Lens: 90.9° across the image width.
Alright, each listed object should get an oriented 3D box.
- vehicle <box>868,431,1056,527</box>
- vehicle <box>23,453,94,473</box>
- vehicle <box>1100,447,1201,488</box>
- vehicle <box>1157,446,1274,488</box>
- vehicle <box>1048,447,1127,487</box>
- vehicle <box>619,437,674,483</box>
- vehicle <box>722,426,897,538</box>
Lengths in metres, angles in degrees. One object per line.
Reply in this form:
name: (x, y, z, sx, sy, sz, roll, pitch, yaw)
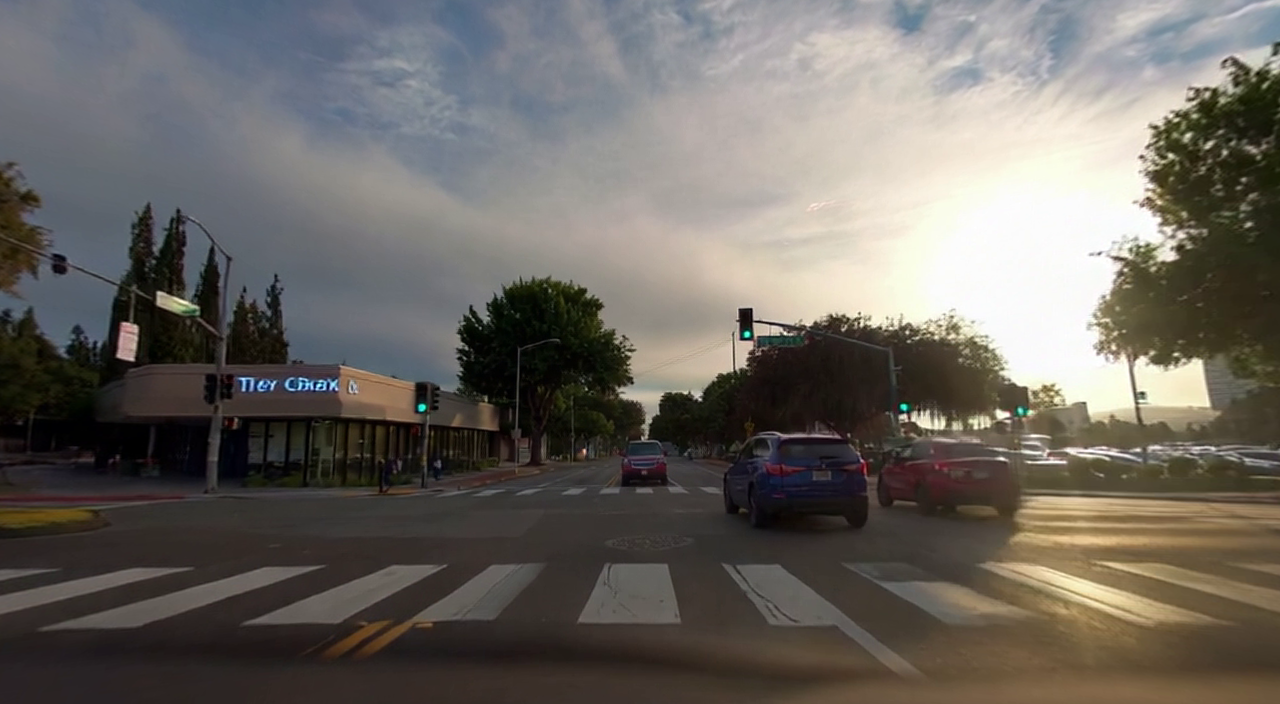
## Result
vehicle: (6.502, 2.564, 13.355, 1.792, 1.682, 4.089, 0, -8, 0)
vehicle: (-42.282, 8.058, 45.911, 3.391, 1.379, 1.562, 4, -9, -27)
vehicle: (21.176, 4.769, 26.366, 2.066, 1.488, 4.158, -4, -9, 22)
vehicle: (23.706, 4.709, 26.202, 2.134, 1.535, 4.289, -4, -9, 22)
vehicle: (18.865, 4.824, 26.728, 1.791, 1.520, 3.649, -4, -9, 21)
vehicle: (0.226, 5.089, 30.102, 2.390, 1.948, 5.344, 0, -8, -1)
vehicle: (2.974, 2.385, 12.327, 2.048, 1.725, 4.754, 0, -8, 0)
